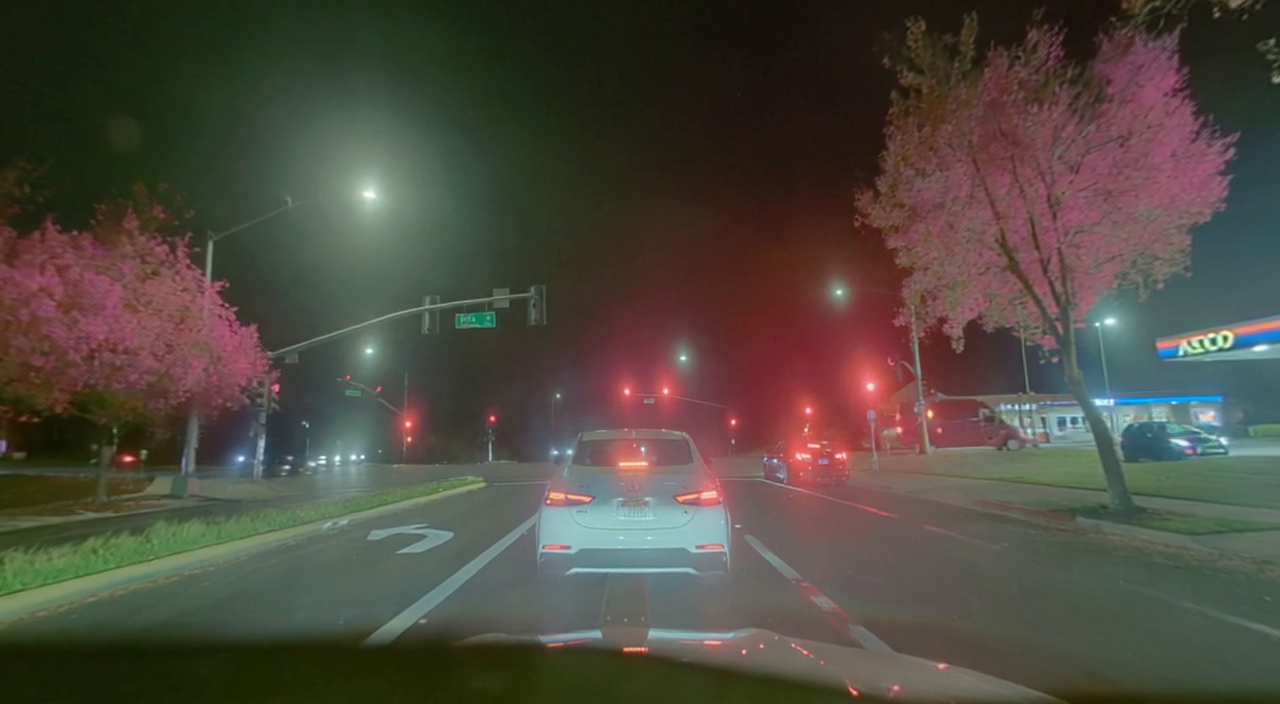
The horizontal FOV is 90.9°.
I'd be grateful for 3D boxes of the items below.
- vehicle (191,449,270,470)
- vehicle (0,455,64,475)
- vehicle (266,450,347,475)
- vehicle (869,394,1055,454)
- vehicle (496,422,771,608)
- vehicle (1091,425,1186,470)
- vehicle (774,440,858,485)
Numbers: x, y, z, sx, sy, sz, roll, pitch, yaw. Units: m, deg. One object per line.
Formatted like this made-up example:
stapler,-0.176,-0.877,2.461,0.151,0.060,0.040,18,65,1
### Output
vehicle,-29.469,7.749,45.398,4.466,1.438,1.837,-1,-8,5
vehicle,-45.880,8.361,46.870,4.511,1.407,1.764,-1,-8,4
vehicle,-20.931,6.880,39.500,4.609,1.465,1.944,-4,-9,23
vehicle,22.064,5.120,43.990,10.890,3.868,3.021,-2,-9,13
vehicle,-0.069,1.614,7.179,2.213,1.482,4.057,0,-8,-1
vehicle,18.564,3.525,23.382,4.300,1.495,2.053,8,-12,-43
vehicle,6.513,4.129,23.885,1.942,1.511,4.390,0,-8,1
